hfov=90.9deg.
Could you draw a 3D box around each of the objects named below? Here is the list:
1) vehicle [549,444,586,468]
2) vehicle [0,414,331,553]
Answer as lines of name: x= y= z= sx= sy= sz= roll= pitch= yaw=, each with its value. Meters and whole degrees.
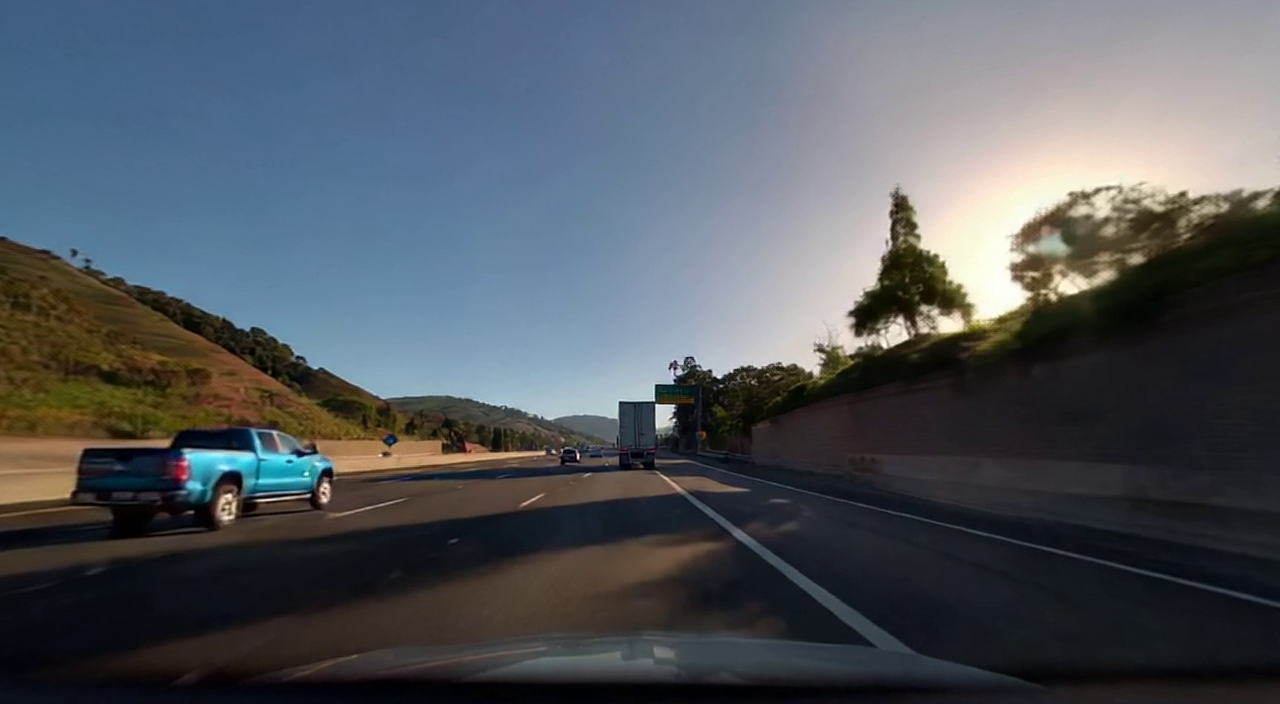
vehicle: x=-4.855 y=7.017 z=42.732 sx=1.983 sy=1.508 sz=4.060 roll=0 pitch=-9 yaw=0
vehicle: x=-7.902 y=2.155 z=11.154 sx=2.113 sy=1.837 sz=5.339 roll=0 pitch=-9 yaw=0
